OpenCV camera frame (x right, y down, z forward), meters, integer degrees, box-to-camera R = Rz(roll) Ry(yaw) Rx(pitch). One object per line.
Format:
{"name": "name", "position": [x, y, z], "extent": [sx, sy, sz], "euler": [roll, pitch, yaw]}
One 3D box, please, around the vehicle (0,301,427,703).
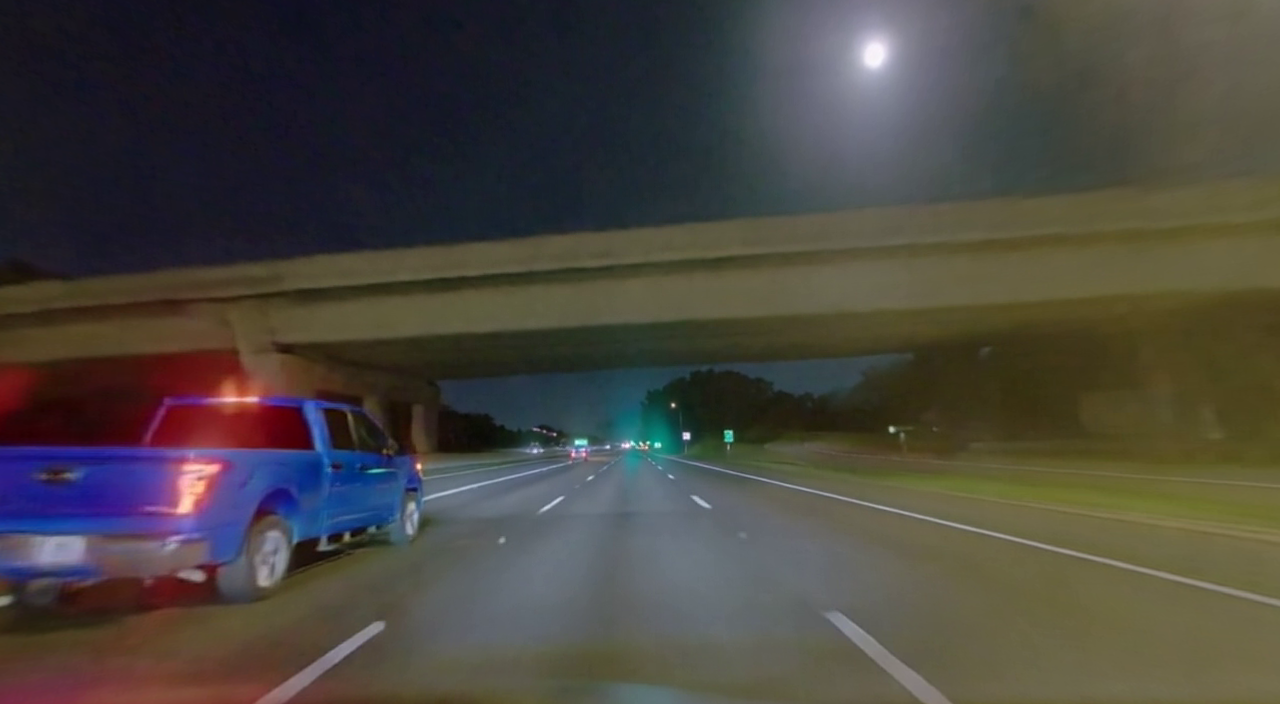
{"name": "vehicle", "position": [-4.203, 1.178, 5.585], "extent": [2.529, 2.003, 5.904], "euler": [0, -9, 0]}
